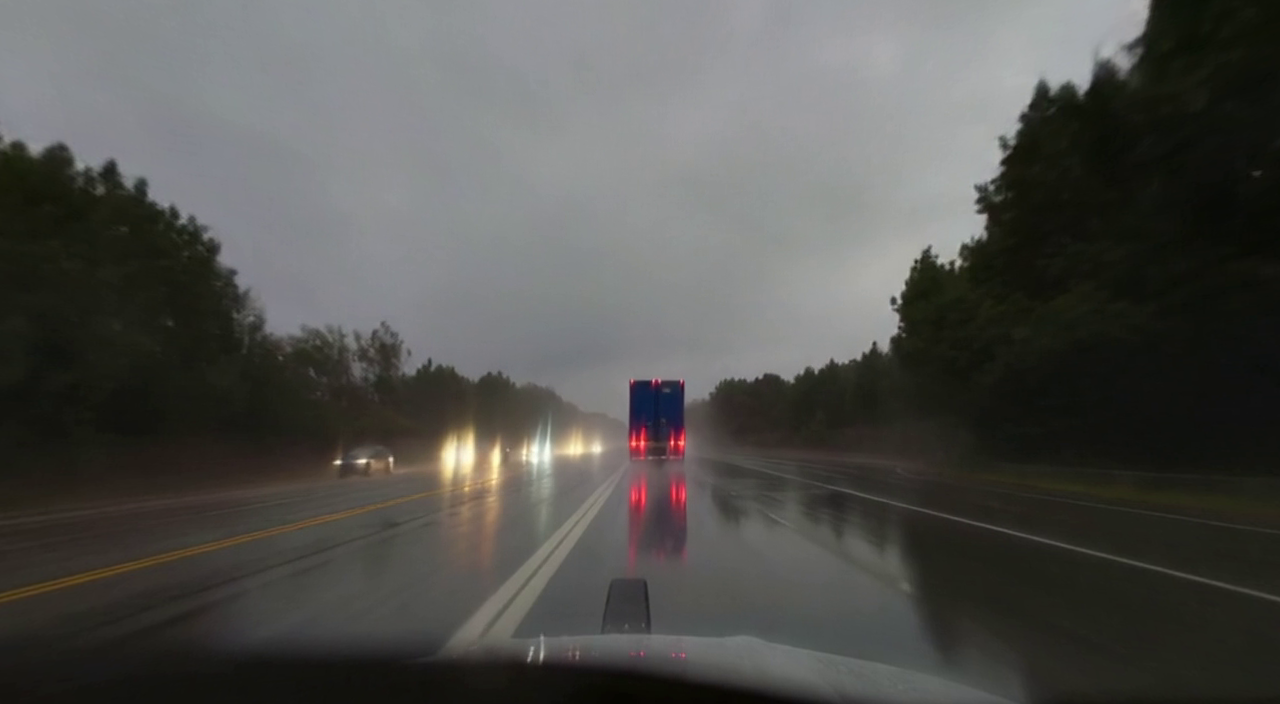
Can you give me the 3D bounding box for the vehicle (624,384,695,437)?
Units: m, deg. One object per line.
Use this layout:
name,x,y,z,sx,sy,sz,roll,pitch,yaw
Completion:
vehicle,0.640,2.435,25.260,2.509,1.890,4.732,0,-8,-2

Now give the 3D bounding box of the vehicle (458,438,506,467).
vehicle,-11.479,7.328,46.067,2.133,1.942,4.865,0,-8,2

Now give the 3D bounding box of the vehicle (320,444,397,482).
vehicle,-15.131,5.945,34.103,2.000,1.847,4.664,-1,-8,0
